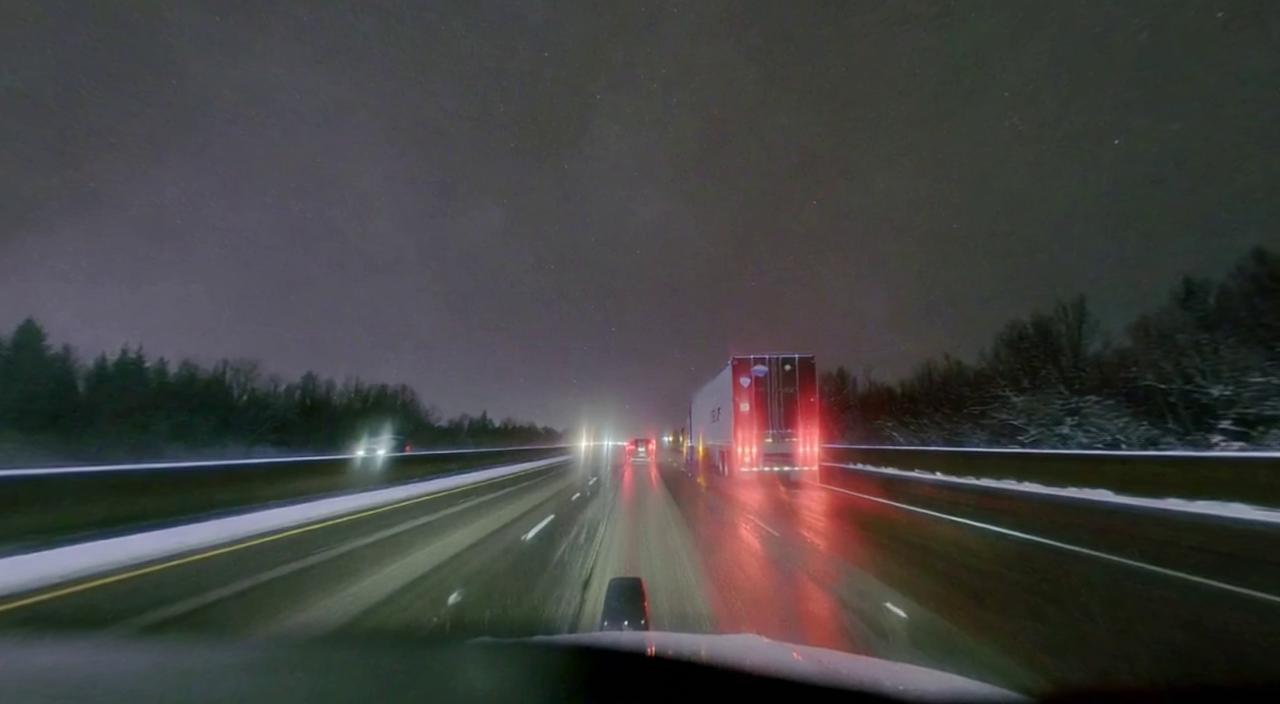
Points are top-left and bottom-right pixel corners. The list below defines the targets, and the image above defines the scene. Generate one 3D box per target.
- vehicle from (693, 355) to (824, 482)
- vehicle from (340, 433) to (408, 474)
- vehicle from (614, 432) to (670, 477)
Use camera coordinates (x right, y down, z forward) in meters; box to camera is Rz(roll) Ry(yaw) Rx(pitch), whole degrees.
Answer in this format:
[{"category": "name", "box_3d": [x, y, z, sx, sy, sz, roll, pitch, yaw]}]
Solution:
[{"category": "vehicle", "box_3d": [4.474, 3.219, 28.070, 2.936, 4.125, 15.204, 0, -8, 0]}, {"category": "vehicle", "box_3d": [-17.816, 6.799, 42.474, 2.160, 2.514, 5.353, 0, -8, 1]}, {"category": "vehicle", "box_3d": [0.118, 4.160, 25.782, 2.111, 1.635, 4.177, 0, -8, 1]}]
